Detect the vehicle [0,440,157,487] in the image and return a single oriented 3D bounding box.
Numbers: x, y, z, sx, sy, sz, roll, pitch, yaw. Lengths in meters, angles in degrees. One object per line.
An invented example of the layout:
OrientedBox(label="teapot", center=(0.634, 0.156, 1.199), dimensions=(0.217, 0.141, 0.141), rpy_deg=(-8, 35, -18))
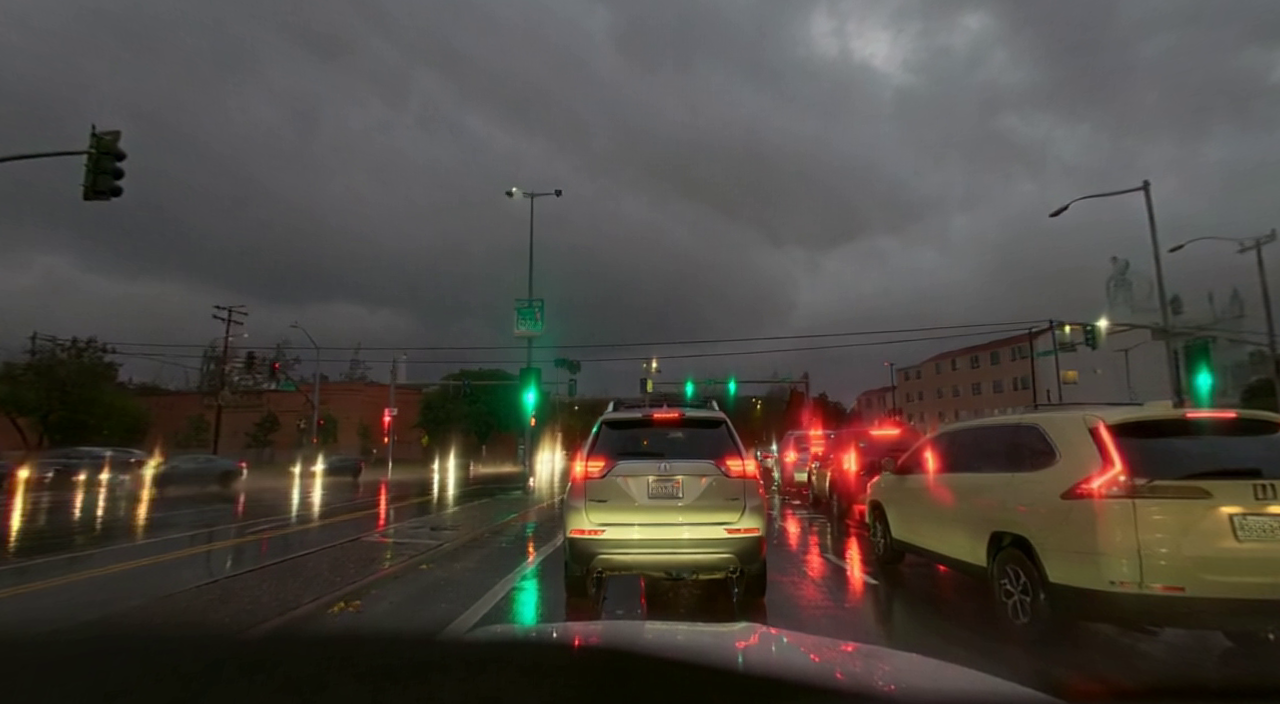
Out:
OrientedBox(label="vehicle", center=(-24.577, 4.839, 27.554), dimensions=(5.062, 1.946, 2.243), rpy_deg=(0, -9, -1))

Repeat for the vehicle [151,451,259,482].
OrientedBox(label="vehicle", center=(-27.550, 7.260, 40.196), dimensions=(5.156, 1.849, 2.044), rpy_deg=(1, -9, -8))

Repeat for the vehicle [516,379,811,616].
OrientedBox(label="vehicle", center=(0.228, 1.463, 7.221), dimensions=(2.292, 1.840, 4.394), rpy_deg=(0, -9, 1))

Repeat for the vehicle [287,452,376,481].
OrientedBox(label="vehicle", center=(-20.304, 7.490, 41.759), dimensions=(2.089, 1.739, 4.744), rpy_deg=(-6, -11, 36))

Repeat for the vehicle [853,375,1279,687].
OrientedBox(label="vehicle", center=(3.601, 1.292, 5.665), dimensions=(2.018, 1.701, 4.288), rpy_deg=(0, -9, 2))
